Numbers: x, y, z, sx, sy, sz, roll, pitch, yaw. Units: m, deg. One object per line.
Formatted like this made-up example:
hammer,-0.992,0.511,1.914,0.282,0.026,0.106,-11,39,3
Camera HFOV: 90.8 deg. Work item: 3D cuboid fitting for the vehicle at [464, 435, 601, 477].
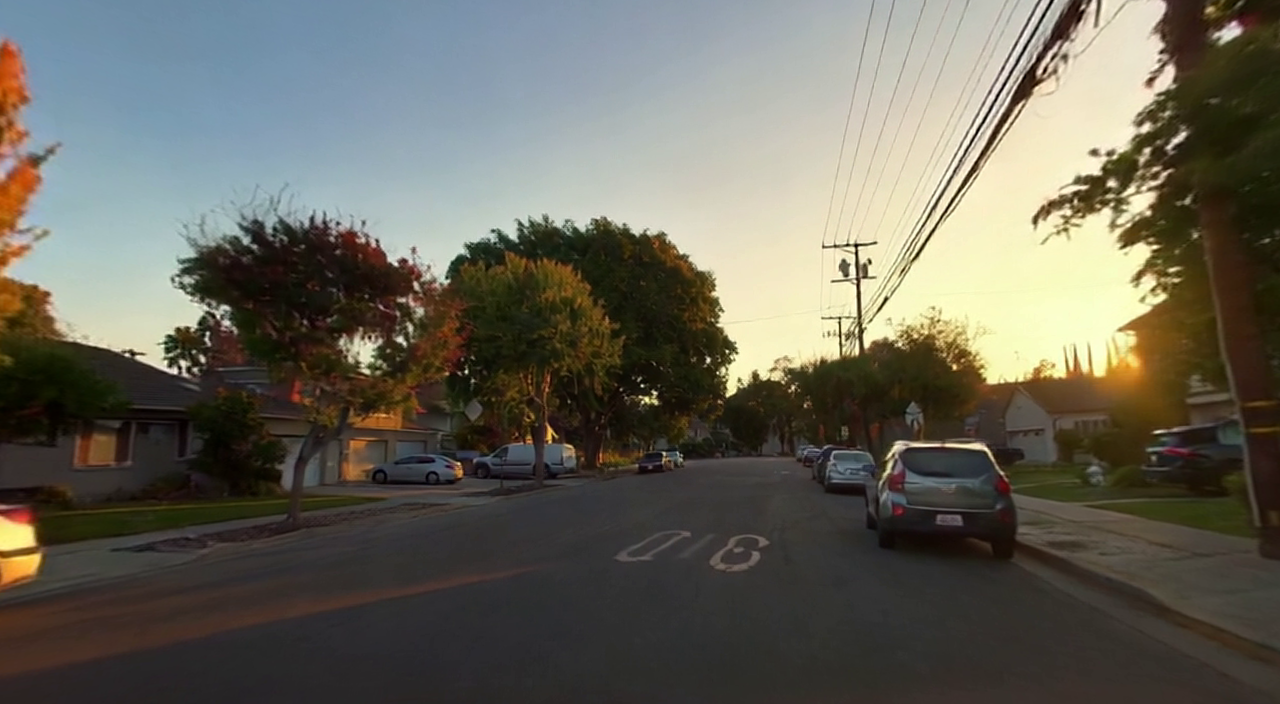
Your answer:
vehicle,-5.488,5.342,32.577,6.488,2.009,2.354,-2,-9,13

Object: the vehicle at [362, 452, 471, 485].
vehicle,-10.362,5.386,29.443,4.481,1.420,1.712,-2,-9,10

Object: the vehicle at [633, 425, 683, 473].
vehicle,1.282,6.414,41.855,2.199,2.902,5.848,-2,-9,12

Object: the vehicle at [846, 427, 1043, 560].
vehicle,4.203,1.942,9.304,1.908,1.572,3.105,-2,-9,13

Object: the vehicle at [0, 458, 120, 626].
vehicle,-6.971,1.556,4.611,1.968,1.449,4.502,-2,-9,14
